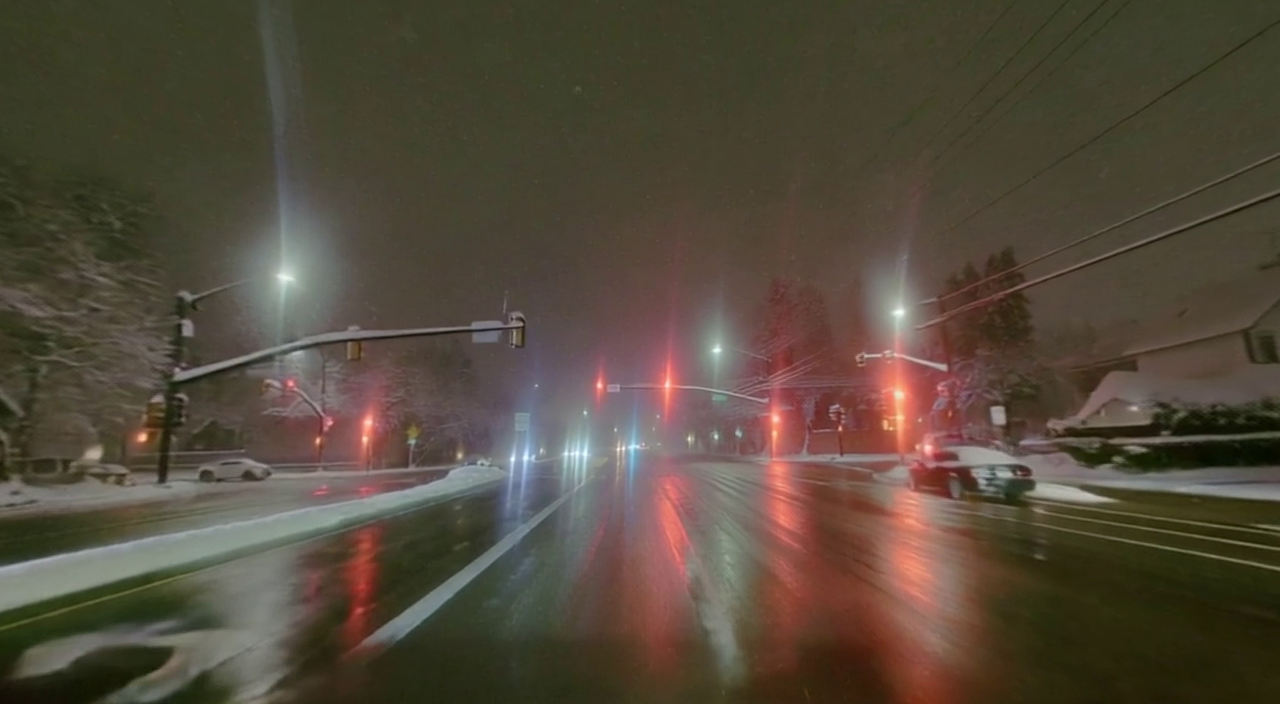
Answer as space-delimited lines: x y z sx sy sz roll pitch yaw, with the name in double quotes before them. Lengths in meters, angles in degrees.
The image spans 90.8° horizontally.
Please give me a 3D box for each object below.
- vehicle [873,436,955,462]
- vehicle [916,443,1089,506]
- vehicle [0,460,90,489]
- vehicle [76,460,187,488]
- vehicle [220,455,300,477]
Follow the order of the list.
"vehicle" 20.241 7.166 46.746 5.021 1.780 2.191 0 -9 -3
"vehicle" 9.802 3.317 17.658 1.918 1.483 4.813 0 -9 -1
"vehicle" -35.488 7.189 37.074 4.563 1.451 2.046 -2 -8 1
"vehicle" -29.454 7.045 36.679 4.692 1.476 1.946 0 -9 -2
"vehicle" -27.977 8.396 46.649 4.665 1.494 1.850 0 -9 -3
